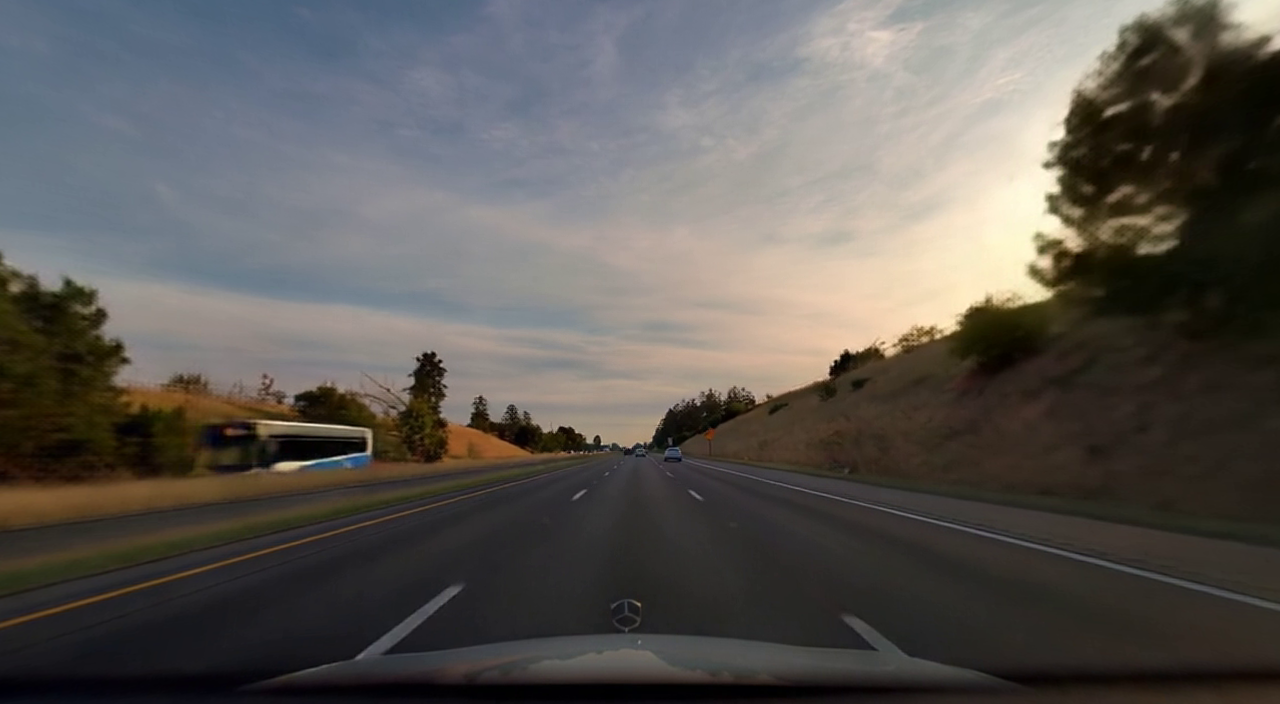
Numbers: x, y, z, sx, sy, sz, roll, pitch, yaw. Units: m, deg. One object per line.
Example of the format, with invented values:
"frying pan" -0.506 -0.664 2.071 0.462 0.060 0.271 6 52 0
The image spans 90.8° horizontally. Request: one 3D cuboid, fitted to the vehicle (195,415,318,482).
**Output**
"vehicle" -20.752 5.277 34.610 2.938 3.294 5.899 0 -9 0
